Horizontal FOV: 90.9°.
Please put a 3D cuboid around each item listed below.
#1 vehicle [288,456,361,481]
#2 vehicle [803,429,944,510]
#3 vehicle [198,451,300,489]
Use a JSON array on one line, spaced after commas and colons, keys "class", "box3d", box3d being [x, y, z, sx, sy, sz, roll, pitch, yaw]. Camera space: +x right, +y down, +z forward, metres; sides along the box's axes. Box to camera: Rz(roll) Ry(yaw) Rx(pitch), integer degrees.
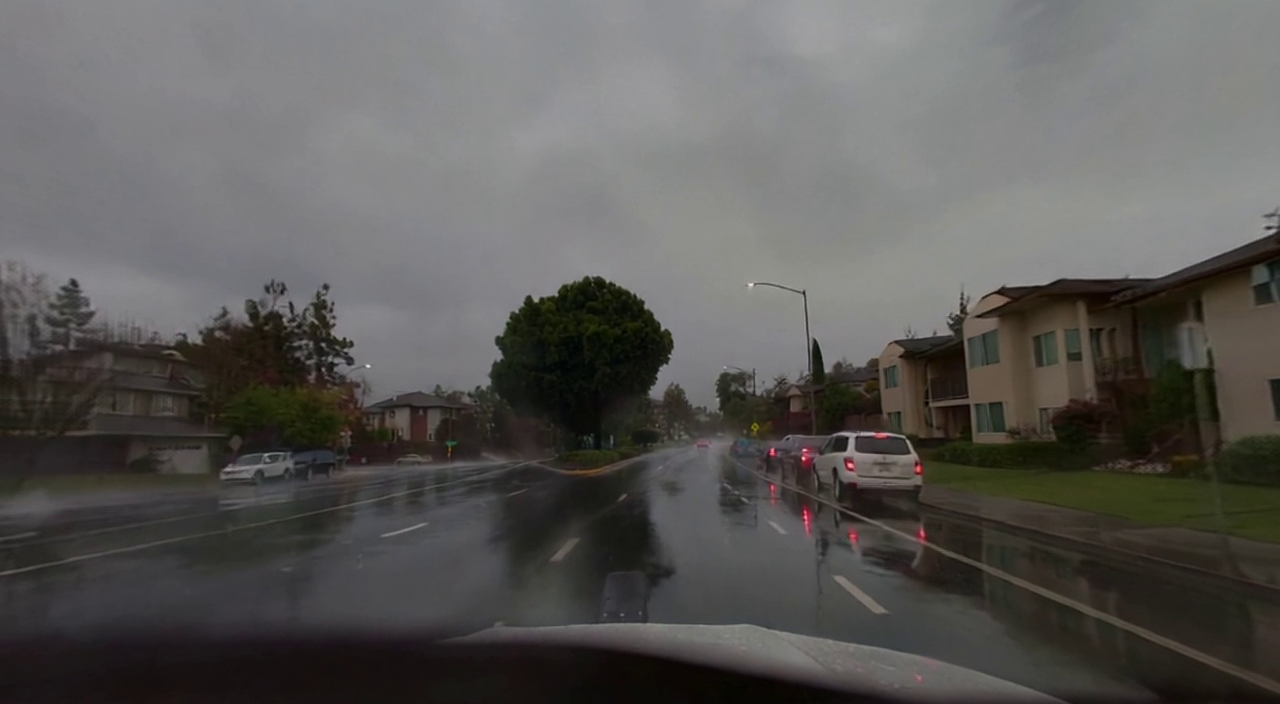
[{"class": "vehicle", "box3d": [-20.417, 7.545, 41.040, 1.909, 1.451, 4.757, -1, -8, 6]}, {"class": "vehicle", "box3d": [5.308, 2.720, 14.993, 2.011, 1.649, 4.001, -1, -8, 4]}, {"class": "vehicle", "box3d": [-21.334, 6.430, 34.697, 2.060, 1.814, 5.097, -1, -8, 5]}]
